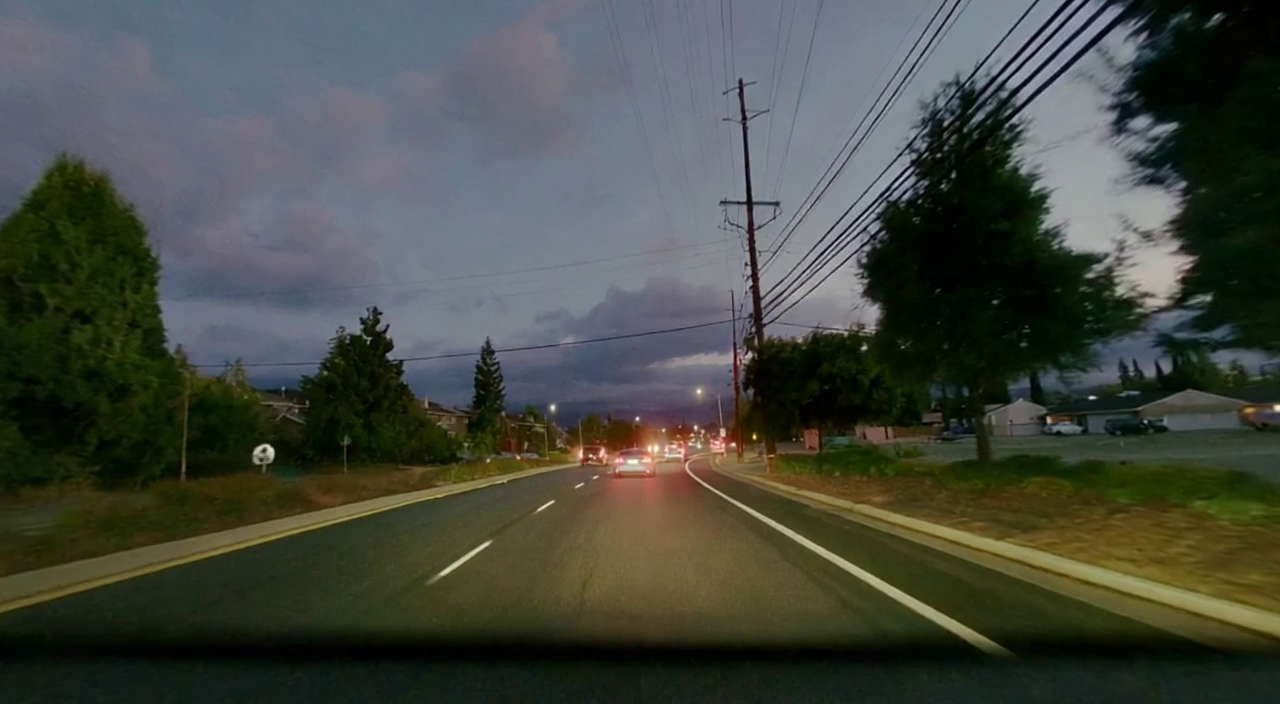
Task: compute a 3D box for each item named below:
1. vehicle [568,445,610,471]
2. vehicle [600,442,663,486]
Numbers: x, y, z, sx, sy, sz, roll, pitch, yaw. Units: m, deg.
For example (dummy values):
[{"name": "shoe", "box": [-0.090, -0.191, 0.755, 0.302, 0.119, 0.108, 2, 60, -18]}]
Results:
[{"name": "vehicle", "box": [-3.018, 6.357, 38.028, 1.983, 1.485, 4.159, -1, -8, 3]}, {"name": "vehicle", "box": [-0.220, 4.143, 23.656, 2.117, 1.474, 4.036, -1, -8, 3]}]
